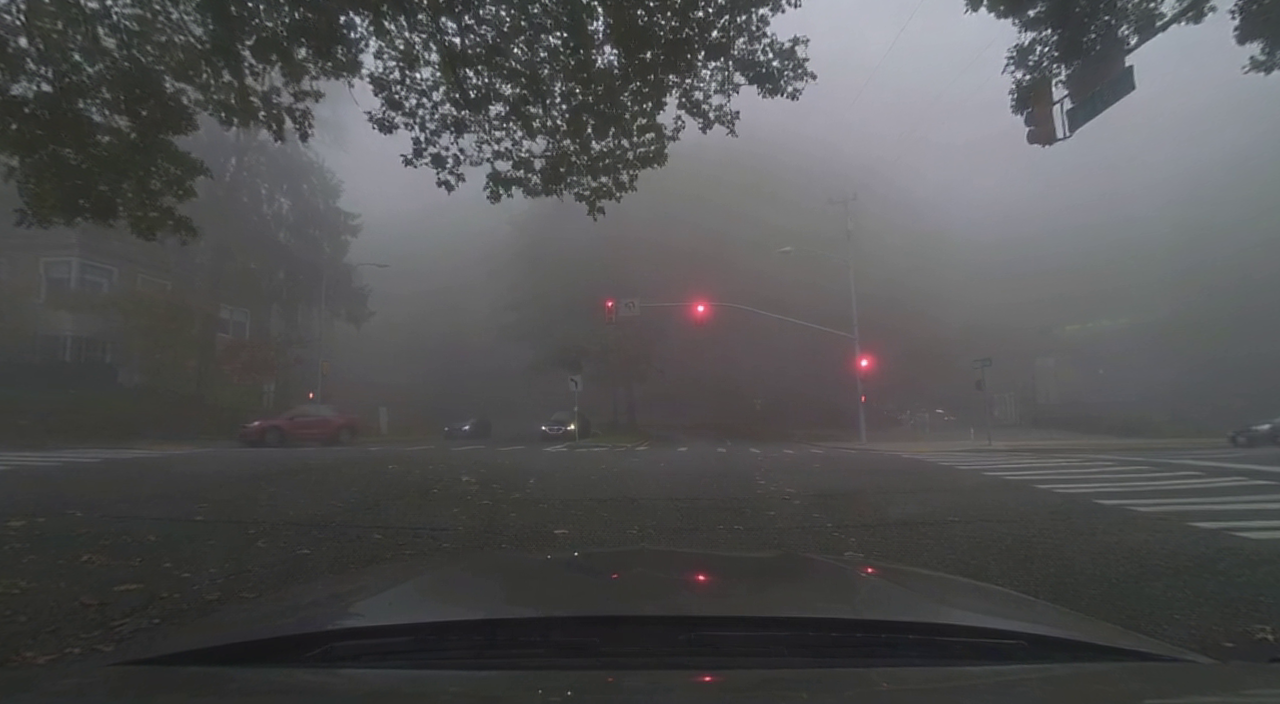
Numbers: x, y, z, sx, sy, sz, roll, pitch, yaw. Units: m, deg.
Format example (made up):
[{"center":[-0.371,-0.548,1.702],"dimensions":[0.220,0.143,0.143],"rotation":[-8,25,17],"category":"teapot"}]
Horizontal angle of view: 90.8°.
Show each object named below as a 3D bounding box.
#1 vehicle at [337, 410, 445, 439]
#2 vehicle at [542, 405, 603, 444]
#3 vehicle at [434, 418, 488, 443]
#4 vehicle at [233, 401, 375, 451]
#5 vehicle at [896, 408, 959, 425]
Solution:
[{"center":[-17.131,5.094,43.762],"dimensions":[6.496,1.847,2.164],"rotation":[8,-11,-42],"category":"vehicle"},{"center":[-3.484,3.987,33.896],"dimensions":[2.306,1.907,5.382],"rotation":[-1,-9,4],"category":"vehicle"},{"center":[-11.315,5.032,40.213],"dimensions":[1.899,1.510,4.294],"rotation":[-1,-8,4],"category":"vehicle"},{"center":[-14.108,3.232,26.938],"dimensions":[2.340,1.902,4.920],"rotation":[-3,-9,20],"category":"vehicle"},{"center":[22.002,4.938,48.440],"dimensions":[3.933,1.219,1.700],"rotation":[-1,-9,3],"category":"vehicle"}]
